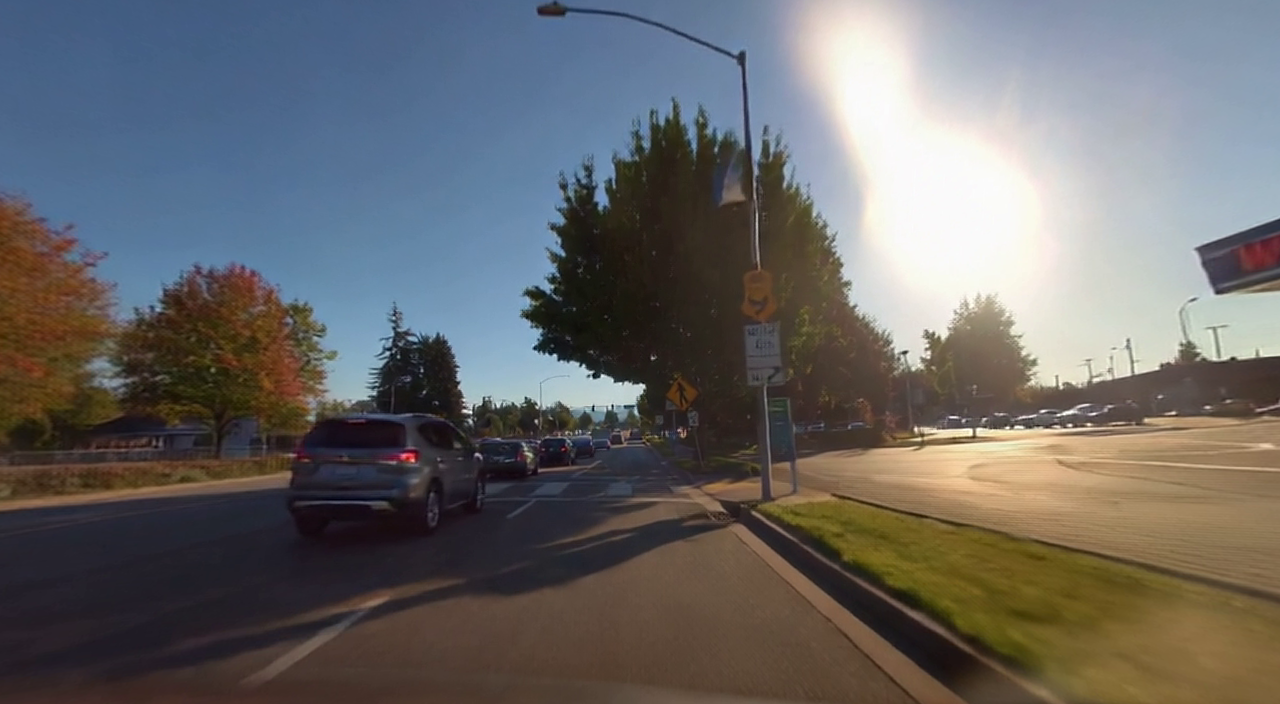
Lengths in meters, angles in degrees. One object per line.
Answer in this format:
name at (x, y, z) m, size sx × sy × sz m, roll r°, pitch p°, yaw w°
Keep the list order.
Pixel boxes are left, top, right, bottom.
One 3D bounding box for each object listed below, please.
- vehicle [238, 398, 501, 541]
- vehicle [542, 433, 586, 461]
vehicle at (-3.979, 1.839, 10.382) m, size 2.306 × 1.815 × 4.476 m, roll 0°, pitch -8°, yaw 0°
vehicle at (-4.437, 5.650, 37.397) m, size 2.060 × 1.580 × 3.980 m, roll 0°, pitch -8°, yaw 1°
